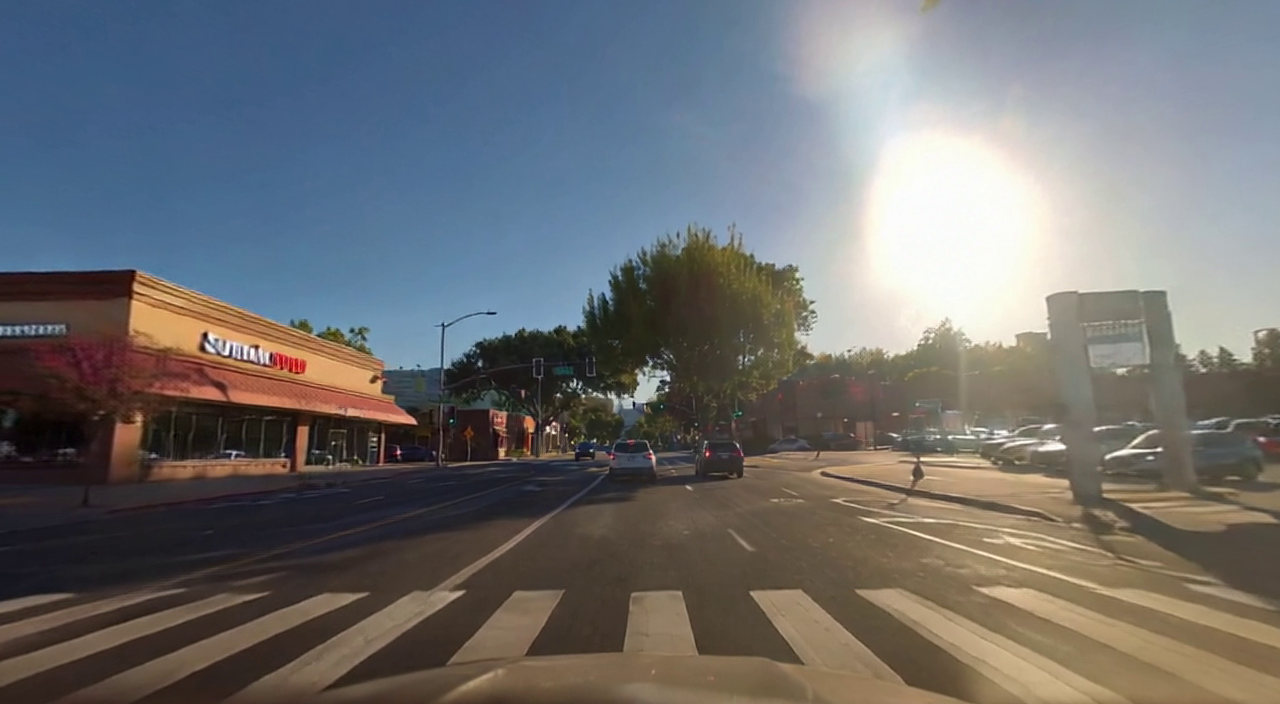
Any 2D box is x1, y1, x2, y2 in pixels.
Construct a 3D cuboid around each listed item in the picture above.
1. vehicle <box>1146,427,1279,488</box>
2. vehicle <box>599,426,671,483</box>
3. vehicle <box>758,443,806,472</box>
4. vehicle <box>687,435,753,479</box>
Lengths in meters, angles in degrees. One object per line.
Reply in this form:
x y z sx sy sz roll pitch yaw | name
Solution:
16.567 2.868 17.294 3.880 1.538 1.862 1 -8 -8 | vehicle
-0.188 4.167 25.883 2.638 2.065 5.313 0 -8 0 | vehicle
7.437 5.539 33.413 2.002 1.427 4.436 -1 -8 7 | vehicle
3.453 4.659 28.204 2.276 1.787 4.630 0 -8 -1 | vehicle
